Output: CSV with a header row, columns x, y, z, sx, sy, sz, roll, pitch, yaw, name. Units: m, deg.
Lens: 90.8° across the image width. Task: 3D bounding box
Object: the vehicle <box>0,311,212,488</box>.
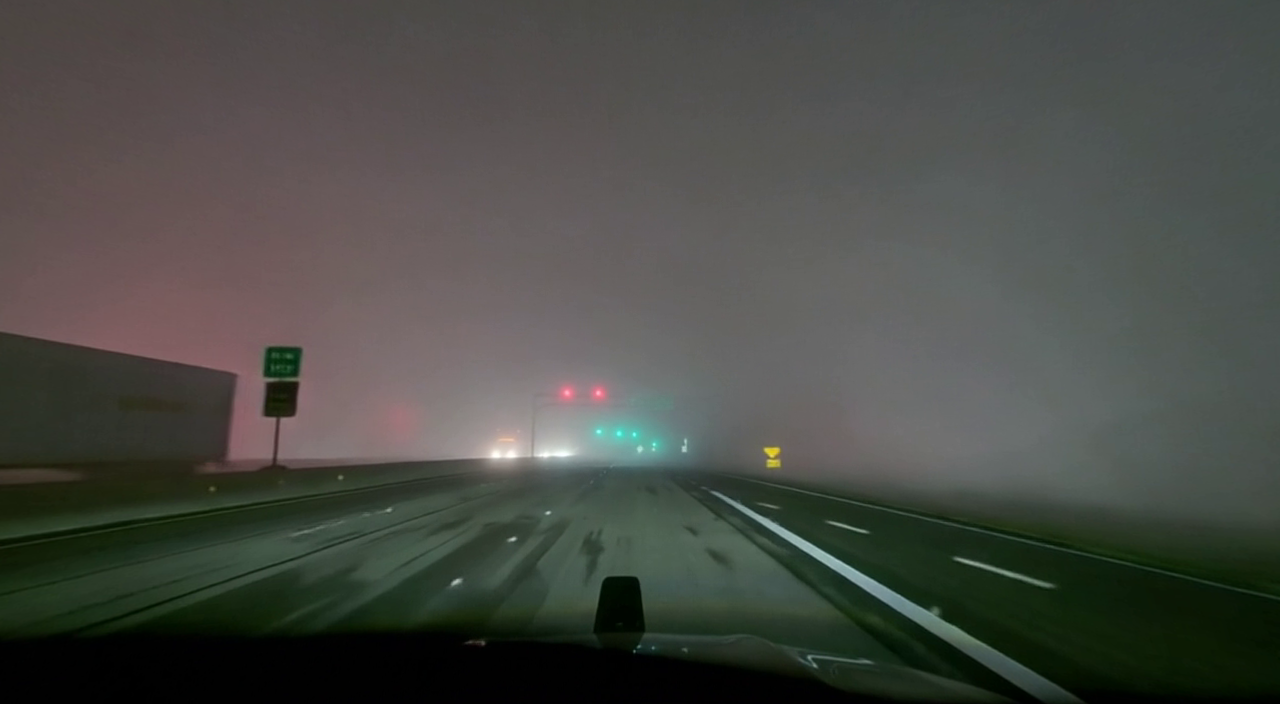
x,y,z,sx,sy,sz,roll,pitch,yaw,name
-15.551,1.447,16.426,2.883,3.846,8.312,0,-9,0,vehicle
